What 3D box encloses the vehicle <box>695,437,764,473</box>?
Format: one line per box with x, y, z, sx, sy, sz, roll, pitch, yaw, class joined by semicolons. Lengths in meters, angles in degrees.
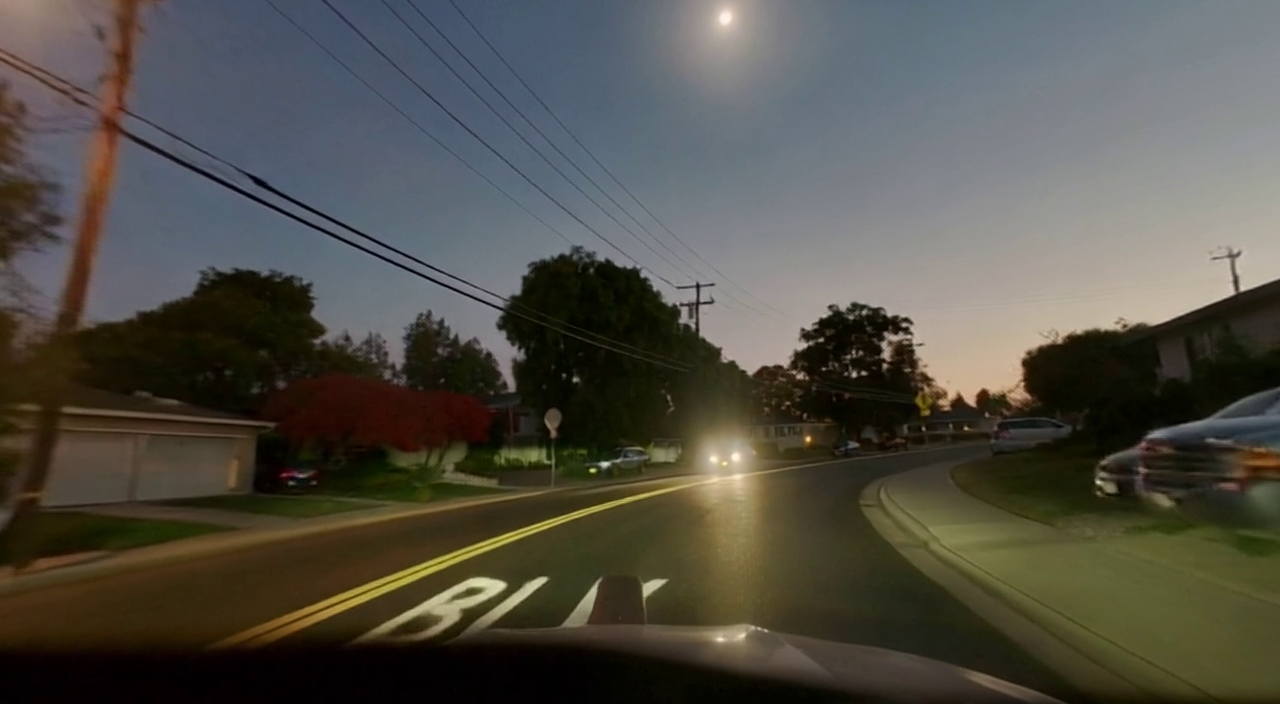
4.991;5.750;34.822;2.056;1.726;4.463;-8;-14;31;vehicle

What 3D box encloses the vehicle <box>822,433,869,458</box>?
15.360;7.018;47.154;1.971;1.539;4.110;-7;-15;39;vehicle

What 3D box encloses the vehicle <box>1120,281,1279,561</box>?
7.262;0.554;4.951;5.011;2.014;2.056;-2;-9;11;vehicle

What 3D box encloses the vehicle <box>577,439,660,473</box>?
-1.293;5.883;35.995;2.155;1.802;4.758;8;-11;-42;vehicle

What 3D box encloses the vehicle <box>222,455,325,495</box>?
-15.141;5.044;26.121;3.697;1.489;1.842;-4;-9;26;vehicle
